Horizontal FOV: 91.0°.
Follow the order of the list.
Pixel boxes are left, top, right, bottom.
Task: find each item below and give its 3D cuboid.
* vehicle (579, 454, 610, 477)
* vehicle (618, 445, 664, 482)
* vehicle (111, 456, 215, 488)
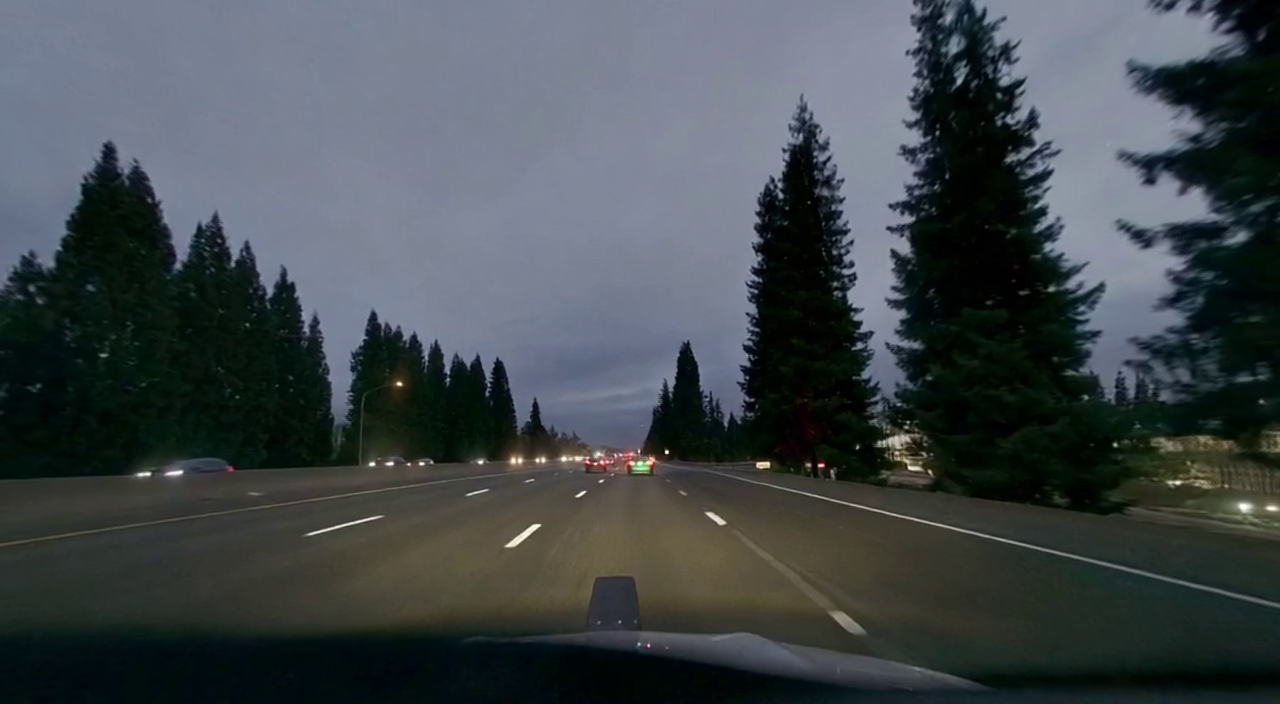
[{"bbox_3d":[-3.481,8.699,48.464,2.049,1.659,4.183,0,-9,1],"label":"vehicle"},{"bbox_3d":[0.030,5.982,34.073,2.302,1.810,4.707,0,-9,-1],"label":"vehicle"},{"bbox_3d":[-26.913,6.772,35.762,2.124,1.616,4.886,0,-9,0],"label":"vehicle"}]
